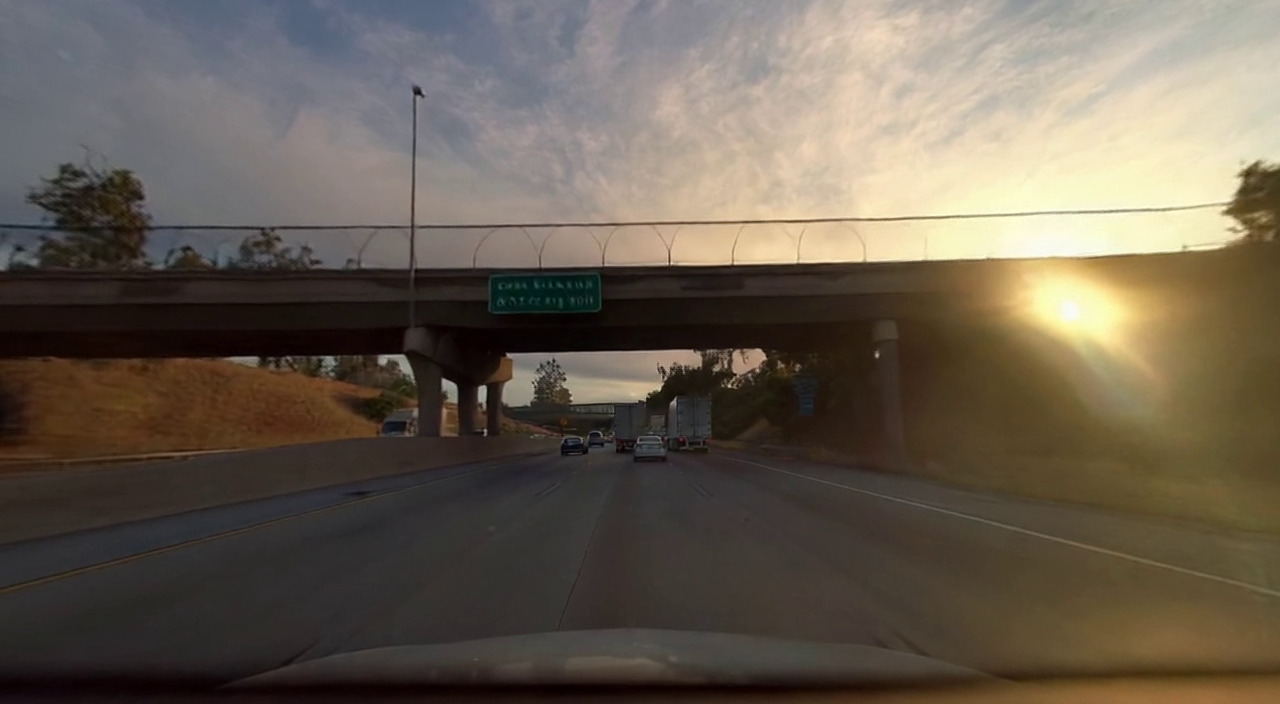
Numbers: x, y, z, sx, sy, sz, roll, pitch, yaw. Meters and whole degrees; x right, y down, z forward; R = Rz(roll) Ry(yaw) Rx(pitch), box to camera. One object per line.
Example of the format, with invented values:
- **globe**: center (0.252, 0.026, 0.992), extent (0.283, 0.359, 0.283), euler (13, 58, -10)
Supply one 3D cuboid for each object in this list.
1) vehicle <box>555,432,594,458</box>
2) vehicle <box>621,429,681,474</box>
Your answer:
- **vehicle**: center (-4.065, 5.805, 39.649), extent (1.979, 1.527, 4.754), euler (0, -8, -1)
- **vehicle**: center (0.324, 3.678, 23.507), extent (2.059, 1.522, 3.693), euler (0, -8, -1)
